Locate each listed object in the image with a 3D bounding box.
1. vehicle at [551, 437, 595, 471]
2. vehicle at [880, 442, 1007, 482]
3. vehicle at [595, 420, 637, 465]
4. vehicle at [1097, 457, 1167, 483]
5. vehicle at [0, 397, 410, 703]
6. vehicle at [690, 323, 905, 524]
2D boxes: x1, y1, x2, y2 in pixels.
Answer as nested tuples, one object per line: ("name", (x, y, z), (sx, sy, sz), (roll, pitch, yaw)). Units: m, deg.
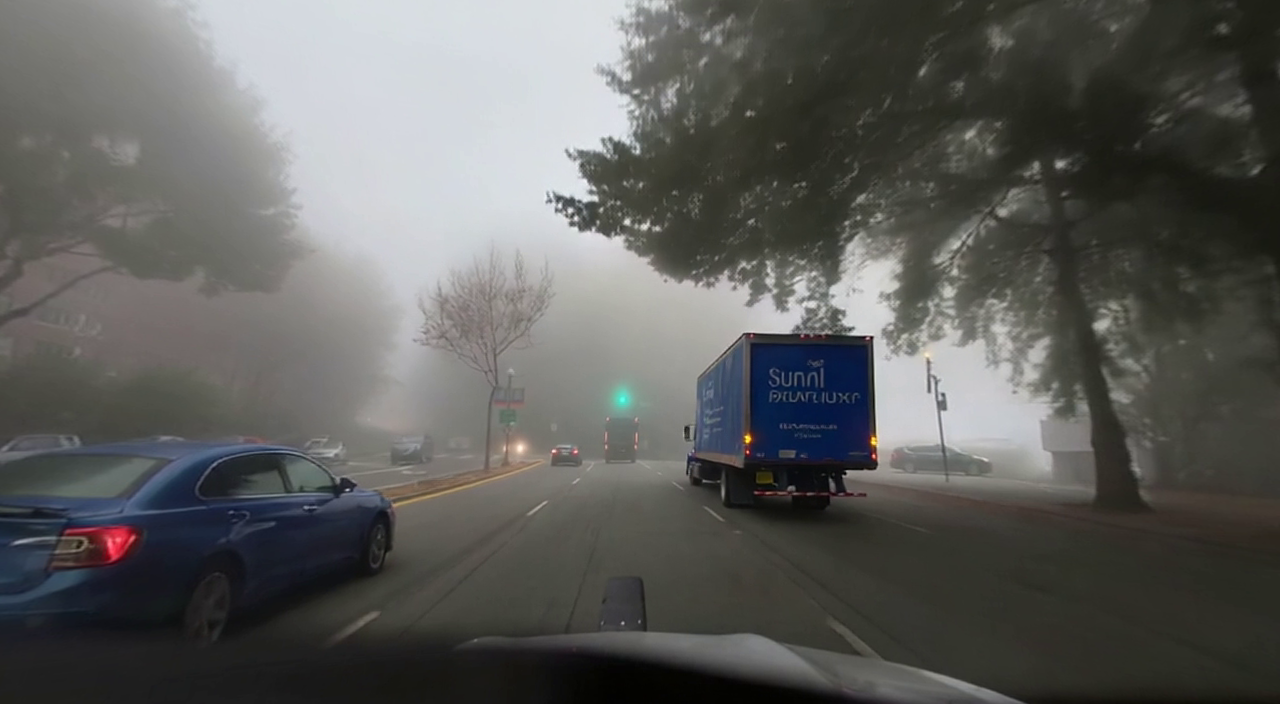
("vehicle", (-3.900, 5.862, 36.332), (2.388, 1.811, 4.455), (1, -8, -7))
("vehicle", (15.975, 5.798, 33.405), (5.670, 1.895, 2.219), (-1, -8, 15))
("vehicle", (-2.005, 7.090, 48.873), (2.837, 3.142, 7.371), (1, -9, -5))
("vehicle", (35.400, 8.469, 45.348), (2.066, 1.643, 4.614), (-2, -9, 12))
("vehicle", (-3.542, 1.284, 4.883), (1.828, 1.515, 4.422), (-1, -8, 0))
("vehicle", (3.185, 1.888, 15.704), (2.905, 3.644, 8.441), (0, -8, -2))
